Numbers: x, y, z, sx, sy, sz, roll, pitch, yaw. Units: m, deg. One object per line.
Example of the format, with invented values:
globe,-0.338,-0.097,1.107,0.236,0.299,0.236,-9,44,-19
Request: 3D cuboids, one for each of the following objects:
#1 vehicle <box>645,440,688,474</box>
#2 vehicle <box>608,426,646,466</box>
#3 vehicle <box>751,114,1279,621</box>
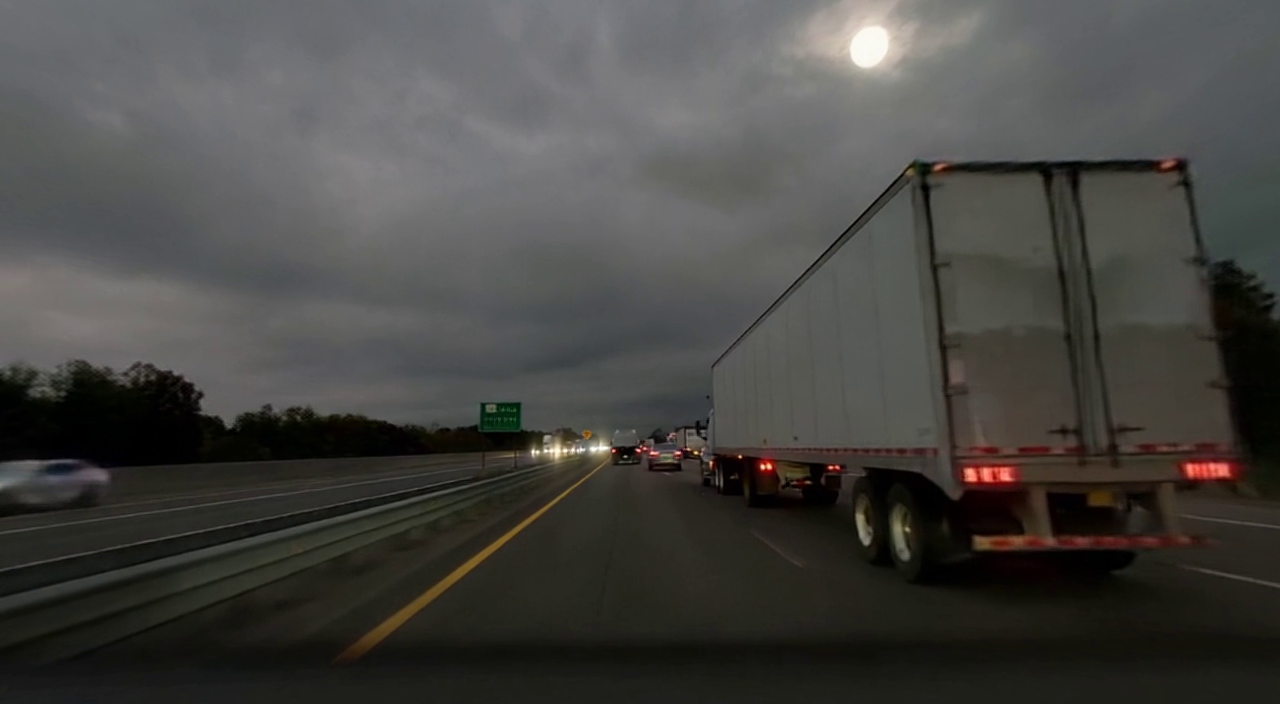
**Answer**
vehicle,1.499,5.593,33.531,2.127,1.642,3.899,-1,-9,5
vehicle,-0.889,7.052,46.896,2.506,2.743,6.093,0,-9,2
vehicle,3.891,0.639,9.222,2.816,4.086,8.486,0,-9,-1
